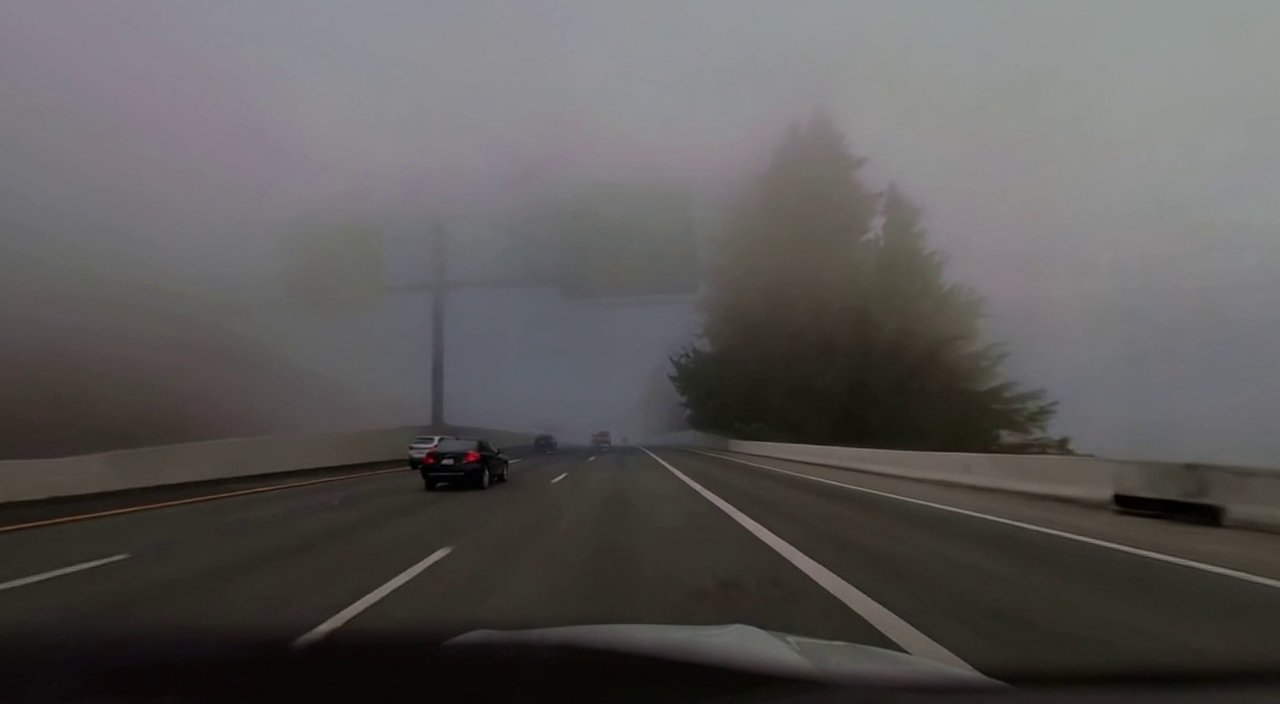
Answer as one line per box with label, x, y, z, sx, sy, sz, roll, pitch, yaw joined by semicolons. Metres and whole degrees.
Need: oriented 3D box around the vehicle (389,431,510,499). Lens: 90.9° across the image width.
vehicle;-4.619;2.756;15.857;1.912;1.495;3.703;0;-8;-1
